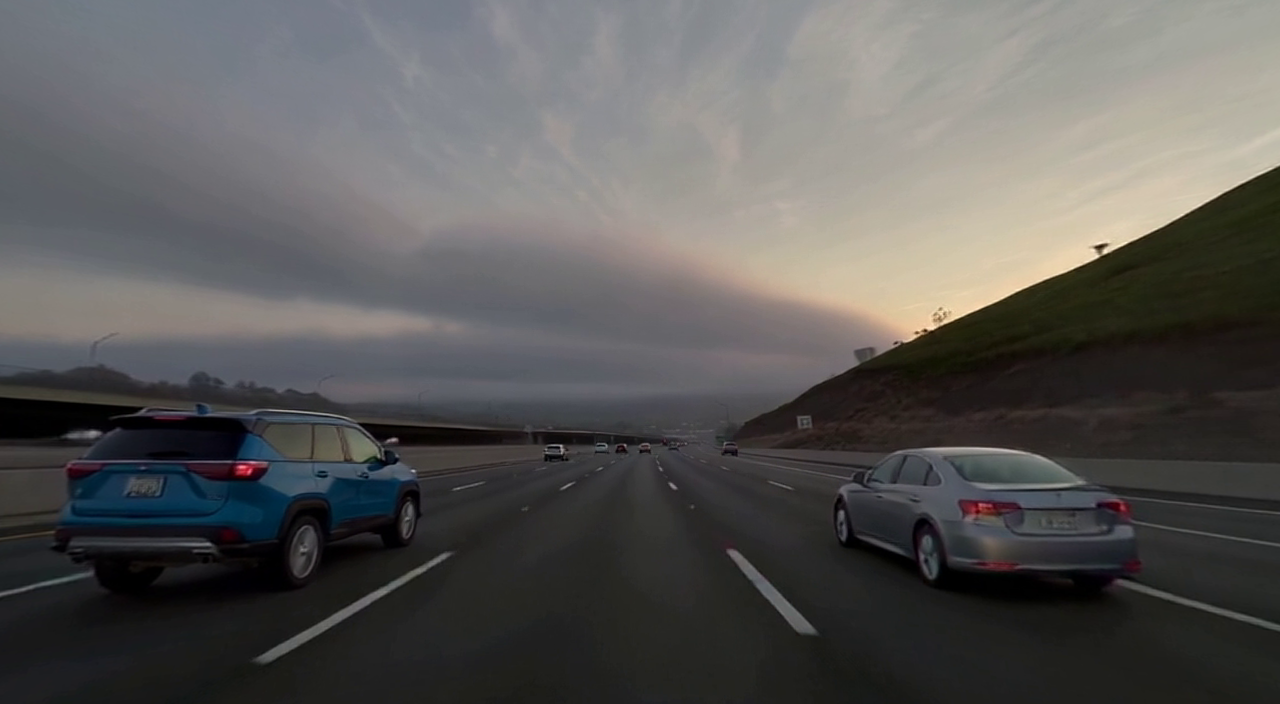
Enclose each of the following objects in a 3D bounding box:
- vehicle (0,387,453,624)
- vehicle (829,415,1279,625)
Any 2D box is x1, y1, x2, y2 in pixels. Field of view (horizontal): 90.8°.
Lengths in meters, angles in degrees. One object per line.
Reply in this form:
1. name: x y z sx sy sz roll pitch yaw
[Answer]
1. vehicle: -3.827 1.467 7.009 2.047 1.715 4.689 0 -9 0
2. vehicle: 3.658 1.539 6.768 1.847 1.493 4.303 0 -9 -1
